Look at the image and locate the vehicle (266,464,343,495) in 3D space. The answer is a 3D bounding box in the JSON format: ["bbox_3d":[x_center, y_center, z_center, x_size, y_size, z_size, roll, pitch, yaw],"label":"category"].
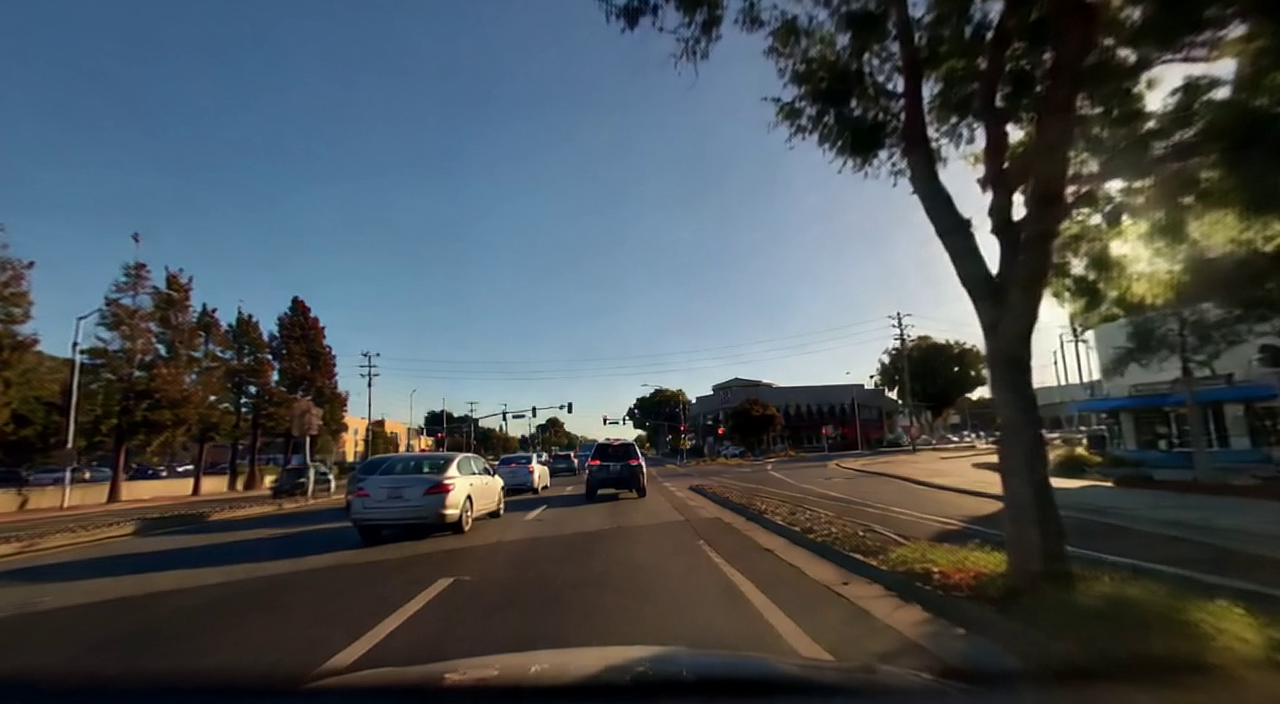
[{"bbox_3d":[-18.579,7.084,35.259,1.872,1.468,4.316,0,-8,1],"label":"vehicle"}]

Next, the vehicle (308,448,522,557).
[{"bbox_3d":[-3.529,2.425,10.969,2.064,1.464,4.373,0,-8,1],"label":"vehicle"}]

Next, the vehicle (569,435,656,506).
[{"bbox_3d":[-0.743,3.433,18.710,2.276,1.850,3.897,0,-8,-1],"label":"vehicle"}]
